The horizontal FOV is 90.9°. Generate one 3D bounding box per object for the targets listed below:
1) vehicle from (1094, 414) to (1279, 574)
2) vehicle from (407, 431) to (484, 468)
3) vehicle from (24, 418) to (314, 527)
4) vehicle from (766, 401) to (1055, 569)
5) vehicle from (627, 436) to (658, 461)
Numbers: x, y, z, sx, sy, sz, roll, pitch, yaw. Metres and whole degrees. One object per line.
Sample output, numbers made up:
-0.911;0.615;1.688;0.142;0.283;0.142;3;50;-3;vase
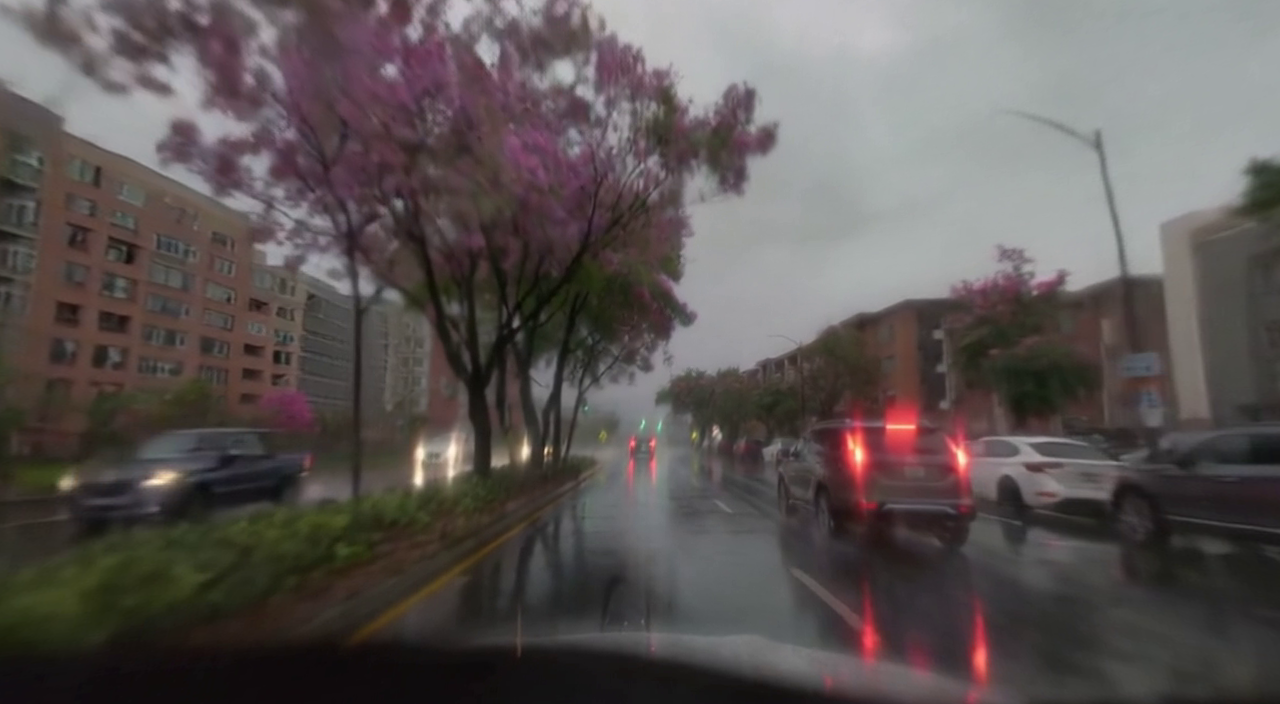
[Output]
7.628;1.542;6.976;1.869;1.658;4.405;0;-8;0;vehicle
-10.609;5.365;34.988;2.502;1.881;5.953;0;-8;-2;vehicle
-8.386;2.161;11.940;2.042;1.654;4.504;0;-8;-1;vehicle
3.286;1.710;8.921;2.071;1.747;4.549;0;-8;0;vehicle
0.218;7.395;48.571;2.244;1.813;4.129;0;-8;1;vehicle
